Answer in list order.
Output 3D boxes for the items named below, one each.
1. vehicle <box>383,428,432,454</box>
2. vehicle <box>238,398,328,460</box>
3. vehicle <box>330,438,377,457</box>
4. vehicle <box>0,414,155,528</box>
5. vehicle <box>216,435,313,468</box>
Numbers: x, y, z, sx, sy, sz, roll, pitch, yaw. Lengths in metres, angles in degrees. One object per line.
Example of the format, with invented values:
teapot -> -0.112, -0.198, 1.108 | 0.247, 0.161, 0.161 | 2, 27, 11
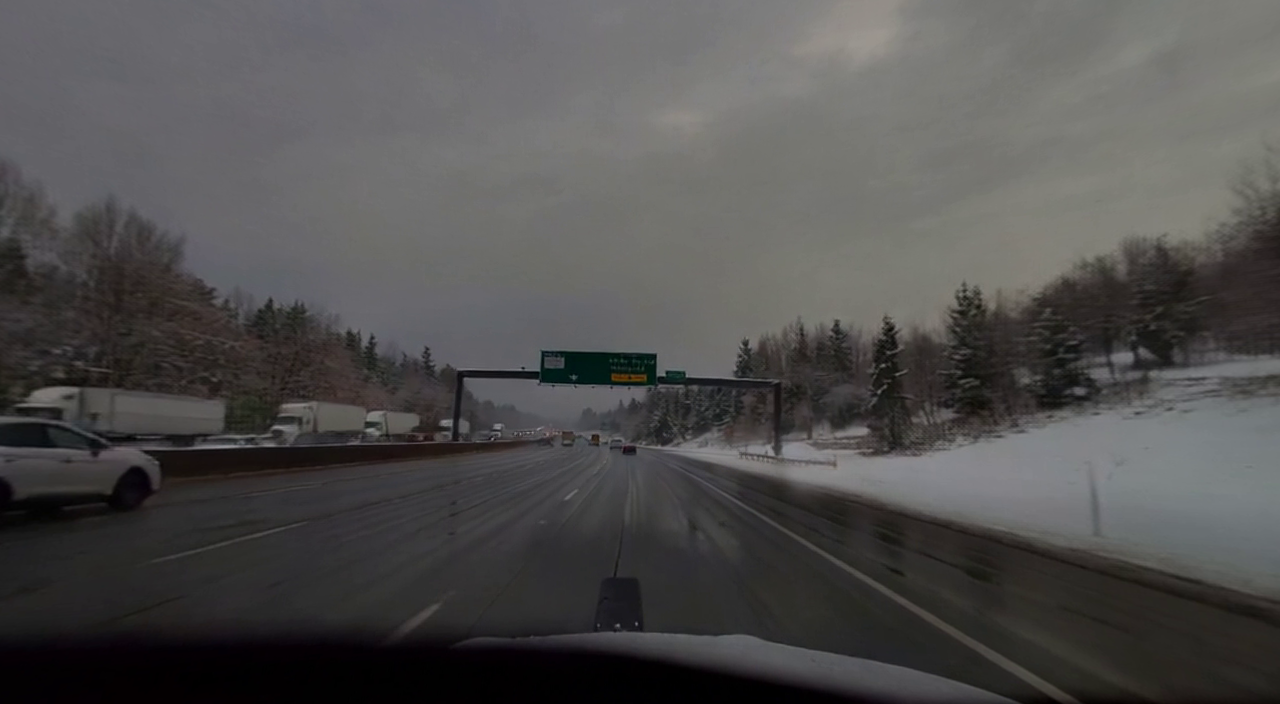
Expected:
vehicle -> -18.214, 6.997, 49.672 | 2.177, 1.876, 4.674 | 0, -8, -2
vehicle -> -25.489, 5.593, 45.456 | 2.884, 4.112, 6.220 | 0, -8, -3
vehicle -> -21.925, 7.276, 48.351 | 1.744, 1.406, 4.176 | 0, -8, -2
vehicle -> -10.405, 1.793, 9.632 | 2.197, 1.654, 4.823 | 0, -8, -1
vehicle -> -18.002, 4.765, 30.506 | 2.088, 1.442, 4.286 | 0, -8, 0
